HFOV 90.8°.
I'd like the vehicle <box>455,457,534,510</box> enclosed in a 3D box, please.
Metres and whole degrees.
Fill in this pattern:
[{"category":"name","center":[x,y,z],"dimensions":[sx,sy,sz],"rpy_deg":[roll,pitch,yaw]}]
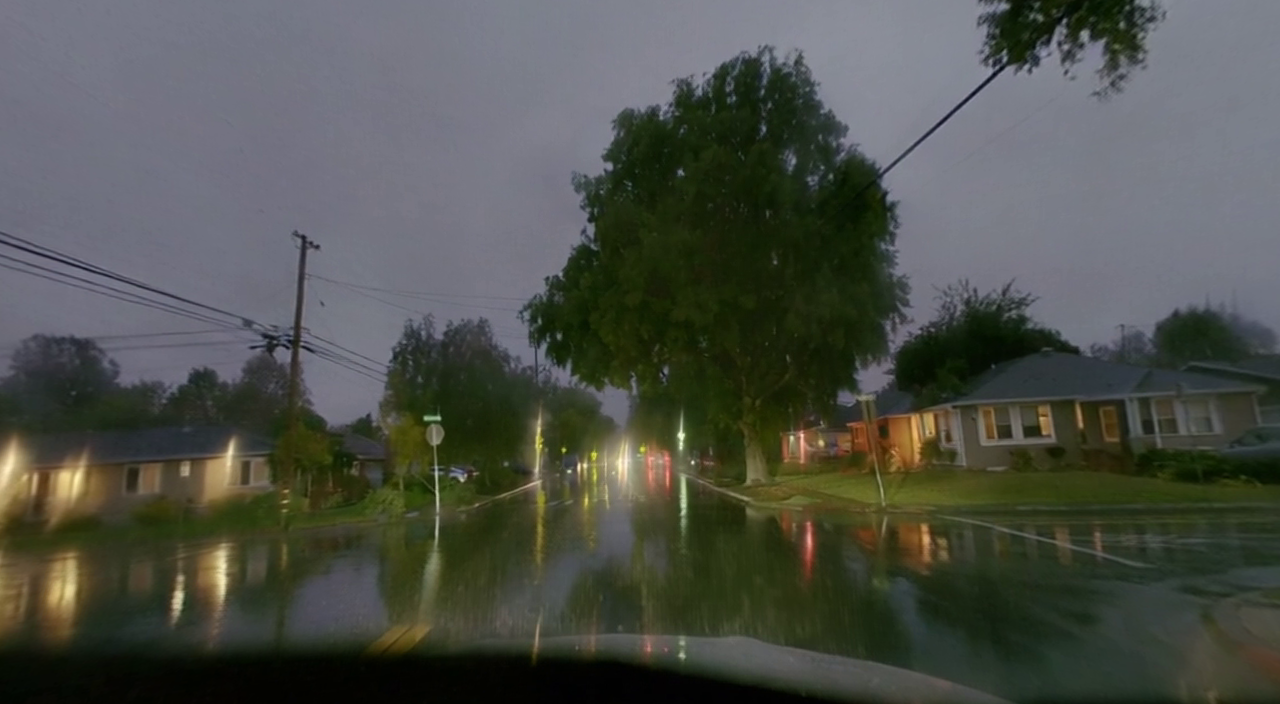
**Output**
[{"category":"vehicle","center":[-6.205,5.645,27.526],"dimensions":[2.149,1.823,4.613],"rpy_deg":[-6,-9,1]}]

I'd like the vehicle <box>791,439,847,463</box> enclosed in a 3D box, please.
[{"category":"vehicle","center":[12.416,6.910,43.999],"dimensions":[3.563,1.551,1.916],"rpy_deg":[-2,-9,12]}]

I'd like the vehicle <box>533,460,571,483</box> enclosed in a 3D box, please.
[{"category":"vehicle","center":[-6.543,8.939,47.440],"dimensions":[2.133,1.525,4.401],"rpy_deg":[-4,-10,0]}]

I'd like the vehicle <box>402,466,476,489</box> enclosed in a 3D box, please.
[{"category":"vehicle","center":[-14.207,8.877,44.678],"dimensions":[4.601,1.486,1.876],"rpy_deg":[-2,-9,12]}]
